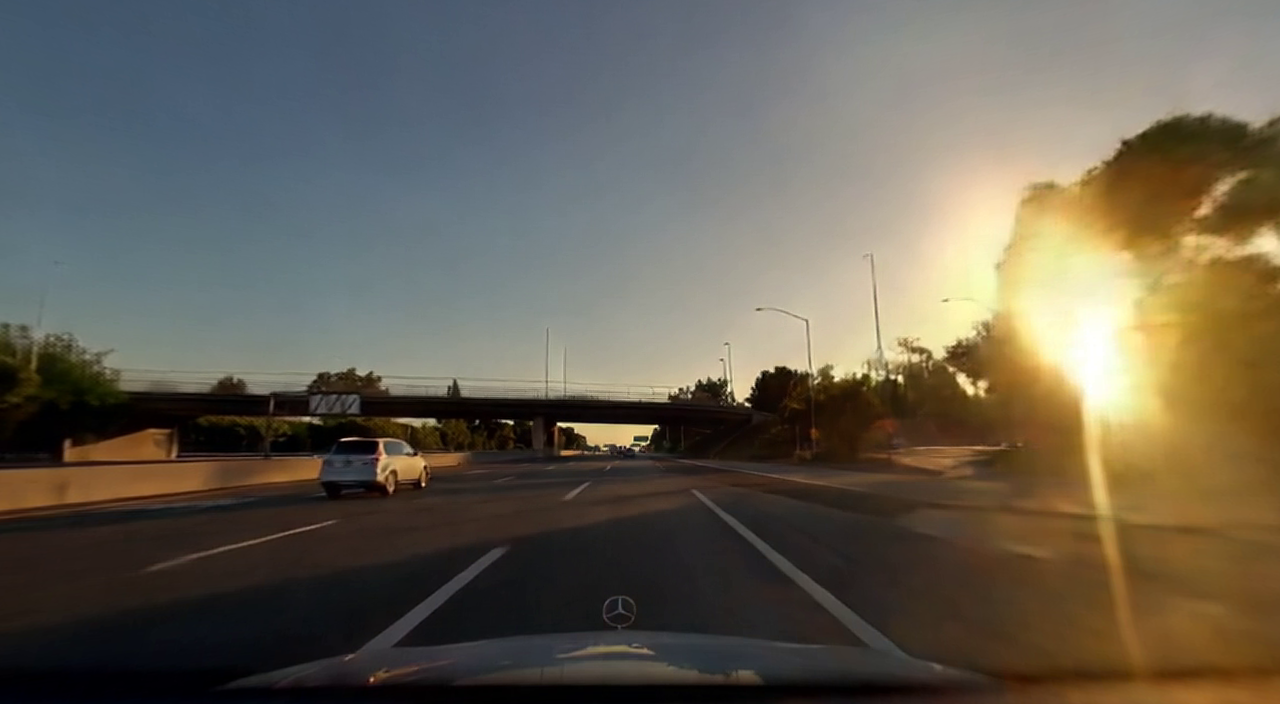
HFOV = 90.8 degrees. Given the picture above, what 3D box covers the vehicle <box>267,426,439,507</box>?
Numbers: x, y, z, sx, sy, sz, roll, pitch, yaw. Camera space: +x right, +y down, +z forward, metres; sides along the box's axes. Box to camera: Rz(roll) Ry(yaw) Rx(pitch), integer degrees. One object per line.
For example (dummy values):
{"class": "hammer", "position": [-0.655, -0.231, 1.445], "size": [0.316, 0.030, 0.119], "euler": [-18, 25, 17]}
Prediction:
{"class": "vehicle", "position": [-7.308, 2.960, 16.823], "size": [2.231, 1.807, 4.758], "euler": [0, -8, 1]}
